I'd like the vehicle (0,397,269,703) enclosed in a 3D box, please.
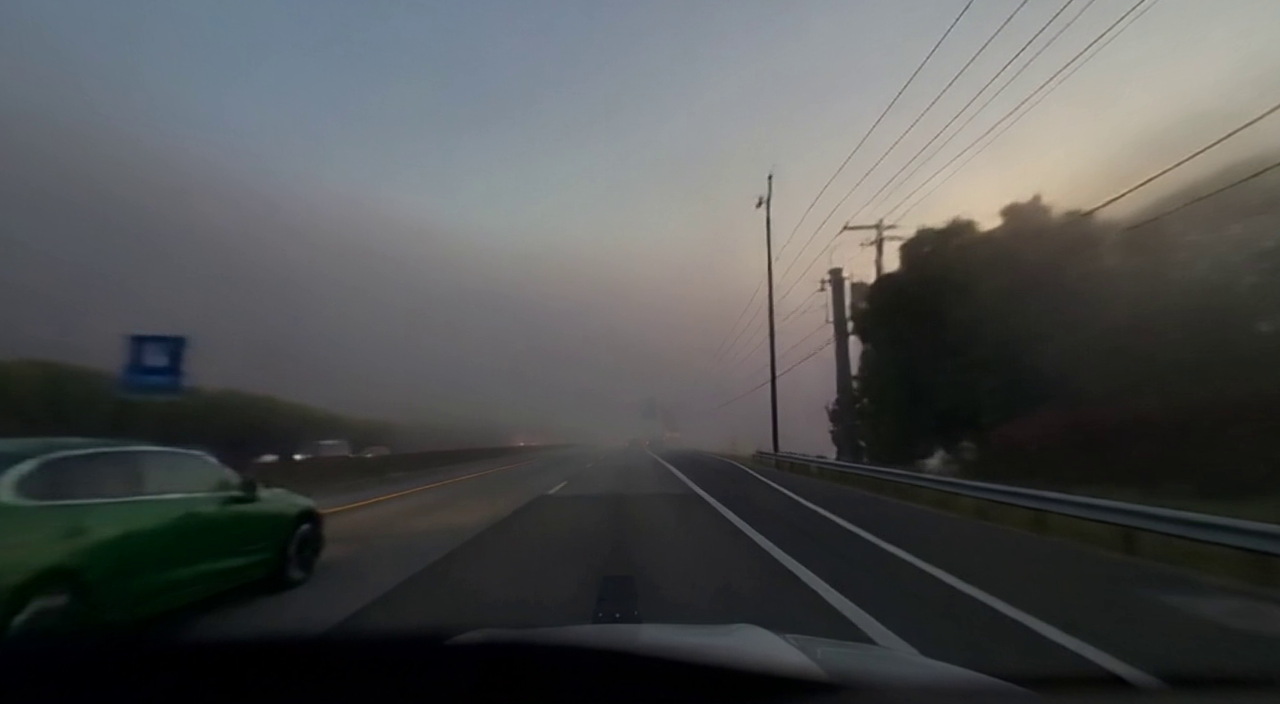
[{"bbox_3d":[-3.809,0.910,2.246,2.016,1.543,4.870,0,-8,0],"label":"vehicle"}]

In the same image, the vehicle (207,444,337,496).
[{"bbox_3d":[-11.773,3.750,20.503,1.755,1.466,4.208,0,-8,-1],"label":"vehicle"}]
